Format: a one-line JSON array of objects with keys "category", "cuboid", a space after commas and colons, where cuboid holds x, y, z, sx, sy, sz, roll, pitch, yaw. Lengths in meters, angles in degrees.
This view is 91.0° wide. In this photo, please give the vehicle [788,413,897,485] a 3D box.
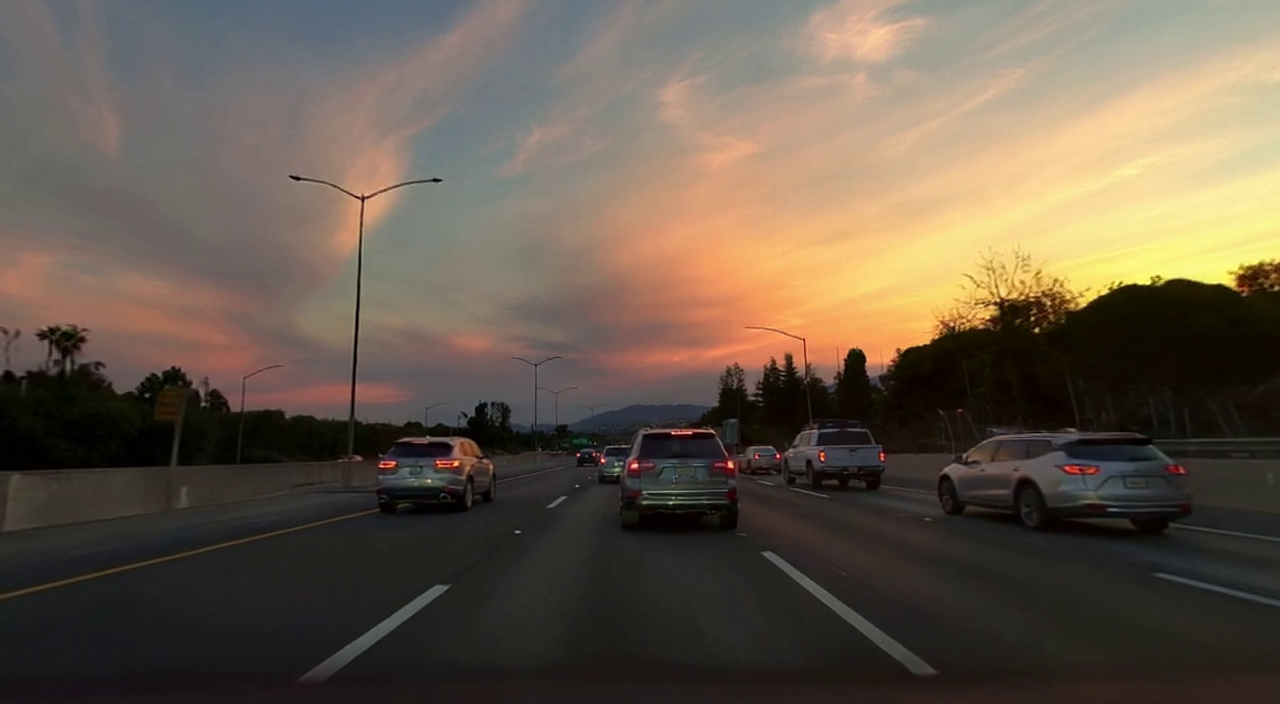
[{"category": "vehicle", "cuboid": [7.771, 3.843, 24.994, 2.390, 2.503, 5.788, 0, -9, 0]}]

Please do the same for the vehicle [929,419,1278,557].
[{"category": "vehicle", "cuboid": [6.674, 1.994, 9.914, 1.972, 1.647, 4.429, 0, -9, -2]}]

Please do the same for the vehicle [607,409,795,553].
[{"category": "vehicle", "cuboid": [0.662, 1.889, 9.790, 2.230, 1.740, 3.976, 1, -9, -4]}]

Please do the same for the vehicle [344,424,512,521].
[{"category": "vehicle", "cuboid": [-4.347, 2.557, 13.892, 2.047, 1.755, 4.638, 0, -9, 0]}]
